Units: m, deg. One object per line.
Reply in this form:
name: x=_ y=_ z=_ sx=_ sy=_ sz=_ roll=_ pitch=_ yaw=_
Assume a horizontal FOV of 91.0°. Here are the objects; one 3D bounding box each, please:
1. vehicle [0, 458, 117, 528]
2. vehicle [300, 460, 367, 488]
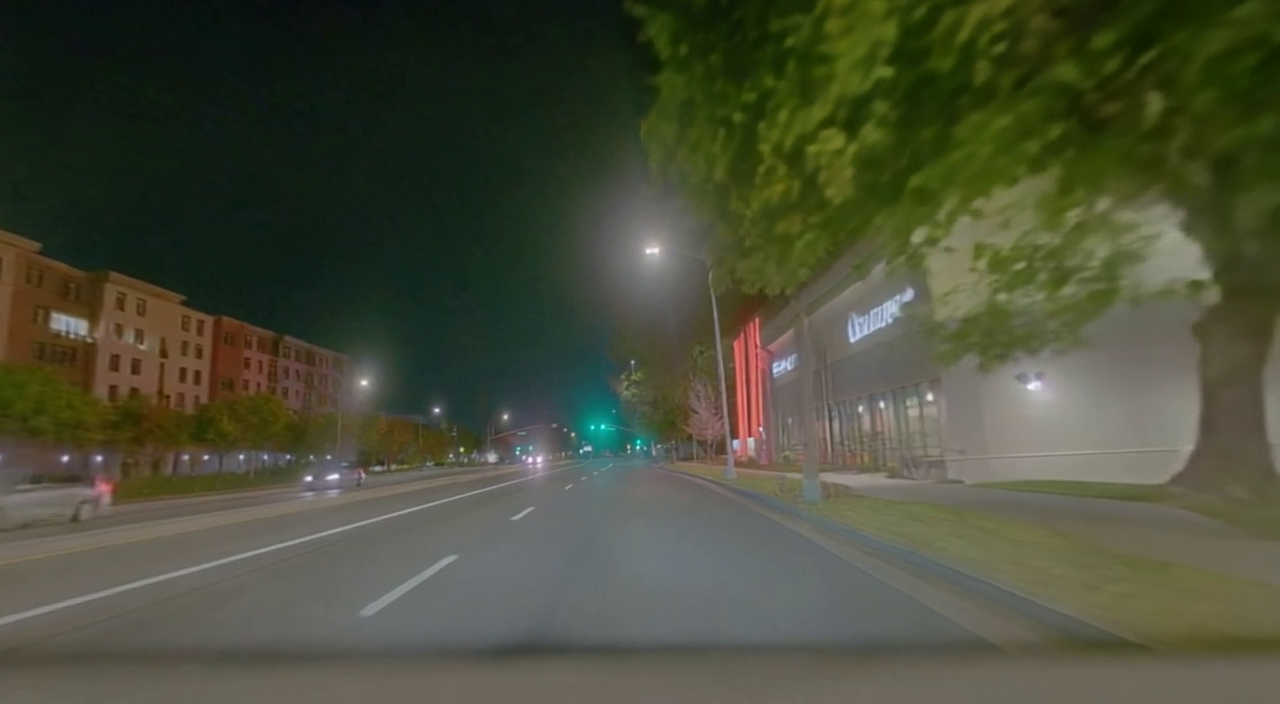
vehicle: x=-18.455 y=4.081 z=18.406 sx=2.067 sy=1.806 sz=4.832 roll=0 pitch=-8 yaw=0
vehicle: x=-18.614 y=7.393 z=38.418 sx=1.834 sy=1.469 sz=4.496 roll=0 pitch=-8 yaw=0
